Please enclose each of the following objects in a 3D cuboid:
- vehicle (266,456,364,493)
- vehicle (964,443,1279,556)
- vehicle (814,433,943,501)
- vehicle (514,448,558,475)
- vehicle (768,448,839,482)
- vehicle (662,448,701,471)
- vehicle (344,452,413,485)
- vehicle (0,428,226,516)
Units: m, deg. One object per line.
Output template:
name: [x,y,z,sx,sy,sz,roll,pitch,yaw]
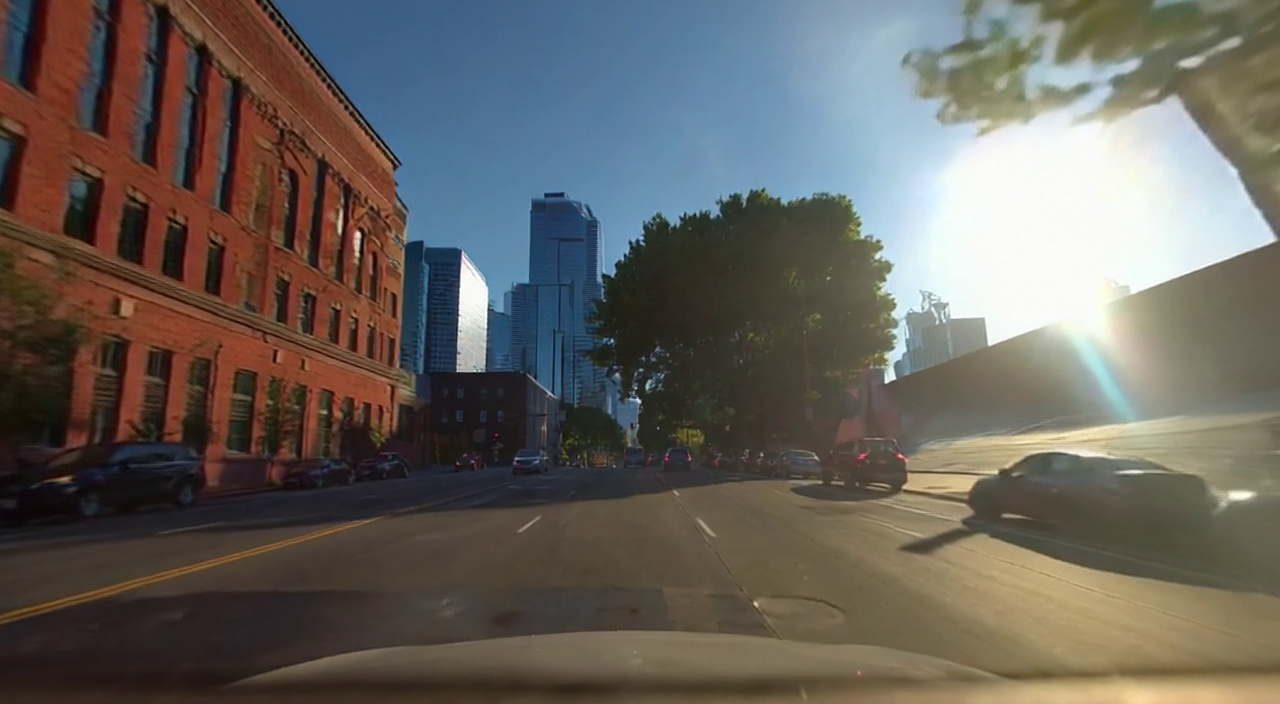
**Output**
vehicle: [-14.990,5.665,29.487,1.953,1.456,4.690,0,-8,2]
vehicle: [7.863,2.376,10.941,2.018,1.489,4.620,-1,-9,0]
vehicle: [7.897,3.867,21.618,2.305,1.984,5.002,-1,-9,-1]
vehicle: [-6.532,6.891,40.039,2.048,1.615,4.453,0,-9,0]
vehicle: [7.847,5.480,30.860,2.030,1.444,4.832,-1,-9,-2]
vehicle: [2.742,7.297,43.179,2.238,1.499,4.964,0,-8,-1]
vehicle: [-15.128,6.727,36.820,2.063,1.735,4.317,0,-8,1]
vehicle: [-14.327,3.338,17.343,2.330,2.013,5.310,0,-12,-1]
